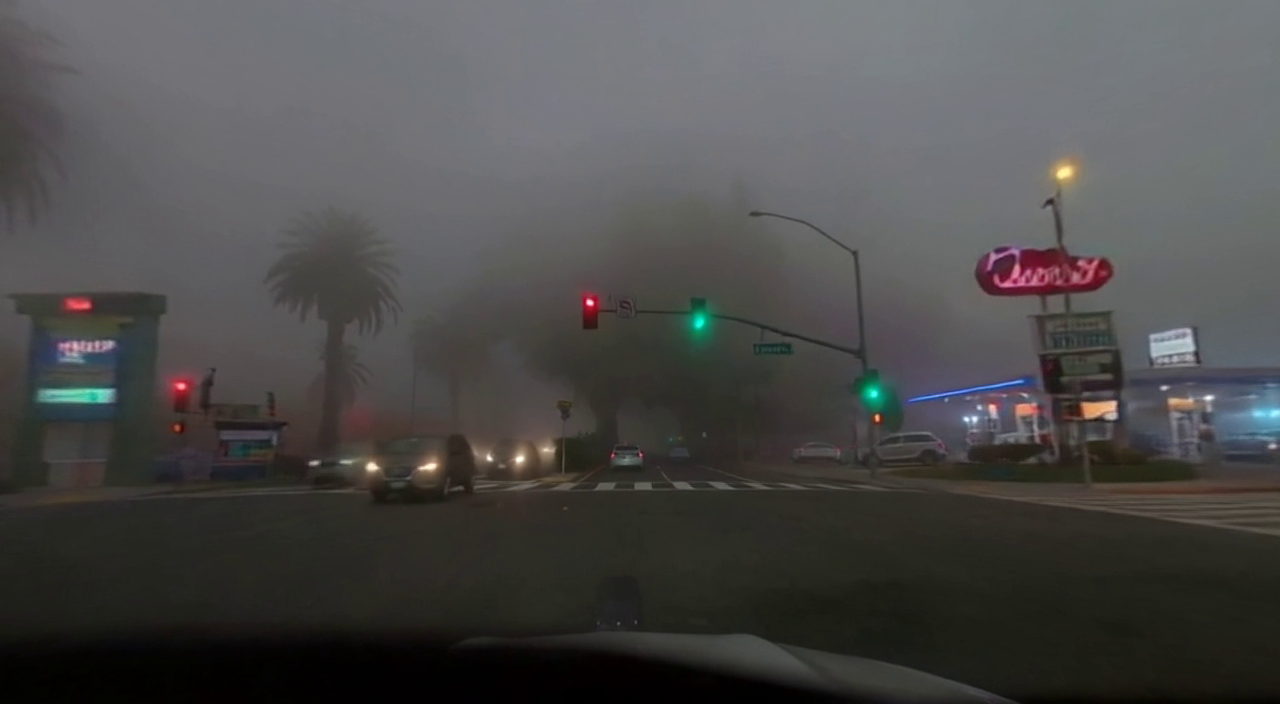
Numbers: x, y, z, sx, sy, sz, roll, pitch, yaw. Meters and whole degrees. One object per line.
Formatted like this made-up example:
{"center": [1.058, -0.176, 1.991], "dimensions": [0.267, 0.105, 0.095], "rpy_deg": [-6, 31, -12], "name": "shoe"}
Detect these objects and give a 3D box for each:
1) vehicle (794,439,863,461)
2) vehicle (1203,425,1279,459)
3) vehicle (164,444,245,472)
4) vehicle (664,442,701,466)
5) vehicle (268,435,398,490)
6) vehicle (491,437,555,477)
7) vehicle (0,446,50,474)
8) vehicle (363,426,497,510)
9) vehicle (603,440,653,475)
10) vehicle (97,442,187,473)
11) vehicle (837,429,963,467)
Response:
{"center": [13.644, 7.090, 45.965], "dimensions": [4.360, 1.523, 1.900], "rpy_deg": [0, -8, -1], "name": "vehicle"}
{"center": [34.179, 4.936, 34.604], "dimensions": [4.597, 1.775, 1.982], "rpy_deg": [-1, -8, 6], "name": "vehicle"}
{"center": [-27.219, 6.608, 39.767], "dimensions": [1.969, 1.627, 4.508], "rpy_deg": [0, -8, -2], "name": "vehicle"}
{"center": [2.772, 6.846, 42.644], "dimensions": [2.060, 1.471, 4.168], "rpy_deg": [0, -8, -2], "name": "vehicle"}
{"center": [-11.580, 4.194, 24.482], "dimensions": [2.161, 1.830, 5.674], "rpy_deg": [0, -8, 0], "name": "vehicle"}
{"center": [-5.279, 4.781, 29.087], "dimensions": [2.060, 1.643, 4.359], "rpy_deg": [0, -8, 0], "name": "vehicle"}
{"center": [-40.281, 6.865, 40.263], "dimensions": [1.791, 1.696, 3.791], "rpy_deg": [0, -8, -3], "name": "vehicle"}
{"center": [-5.199, 2.869, 16.364], "dimensions": [2.032, 1.747, 4.479], "rpy_deg": [-2, -7, -2], "name": "vehicle"}
{"center": [-0.577, 4.902, 29.723], "dimensions": [2.160, 1.508, 4.319], "rpy_deg": [0, -8, -1], "name": "vehicle"}
{"center": [-31.057, 6.582, 39.660], "dimensions": [2.009, 1.790, 4.501], "rpy_deg": [0, -8, -2], "name": "vehicle"}
{"center": [13.682, 5.095, 33.551], "dimensions": [5.718, 1.911, 2.088], "rpy_deg": [0, -8, -2], "name": "vehicle"}
